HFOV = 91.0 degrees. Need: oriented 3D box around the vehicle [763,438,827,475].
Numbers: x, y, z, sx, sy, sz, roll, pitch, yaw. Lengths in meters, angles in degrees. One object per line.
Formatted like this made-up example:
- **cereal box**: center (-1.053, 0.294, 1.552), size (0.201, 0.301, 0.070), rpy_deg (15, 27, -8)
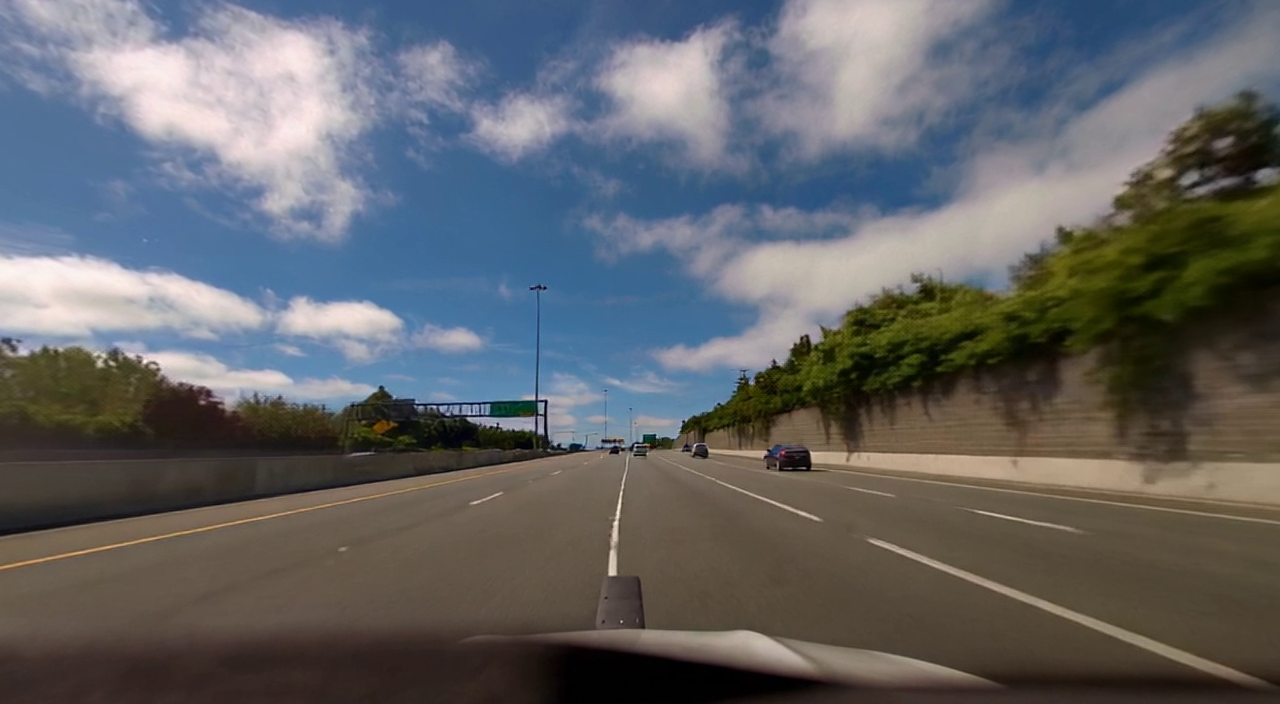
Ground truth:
- **vehicle**: center (7.983, 5.433, 32.875), size (2.167, 1.781, 4.340), rpy_deg (0, -9, -1)
